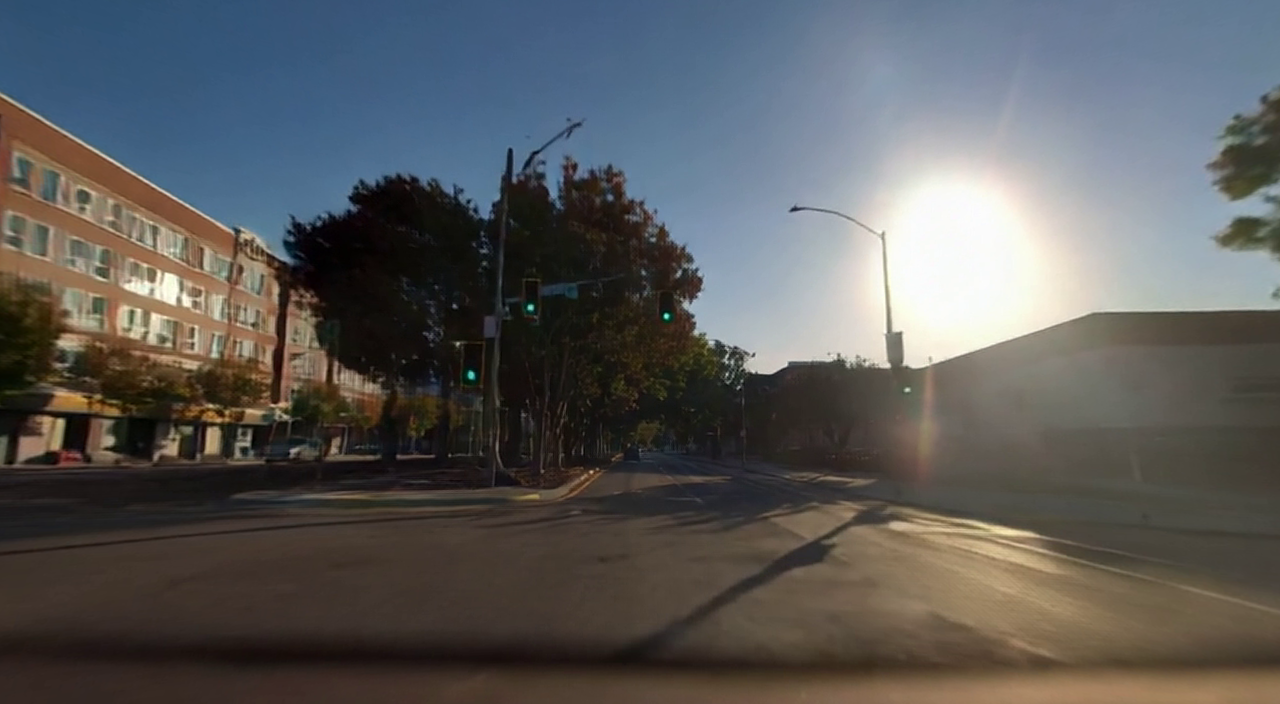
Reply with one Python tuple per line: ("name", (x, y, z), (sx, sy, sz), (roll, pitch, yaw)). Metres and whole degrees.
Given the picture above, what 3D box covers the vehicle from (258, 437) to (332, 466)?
("vehicle", (-21.581, 6.279, 39.620), (2.016, 1.705, 4.547), (1, -9, 0))
